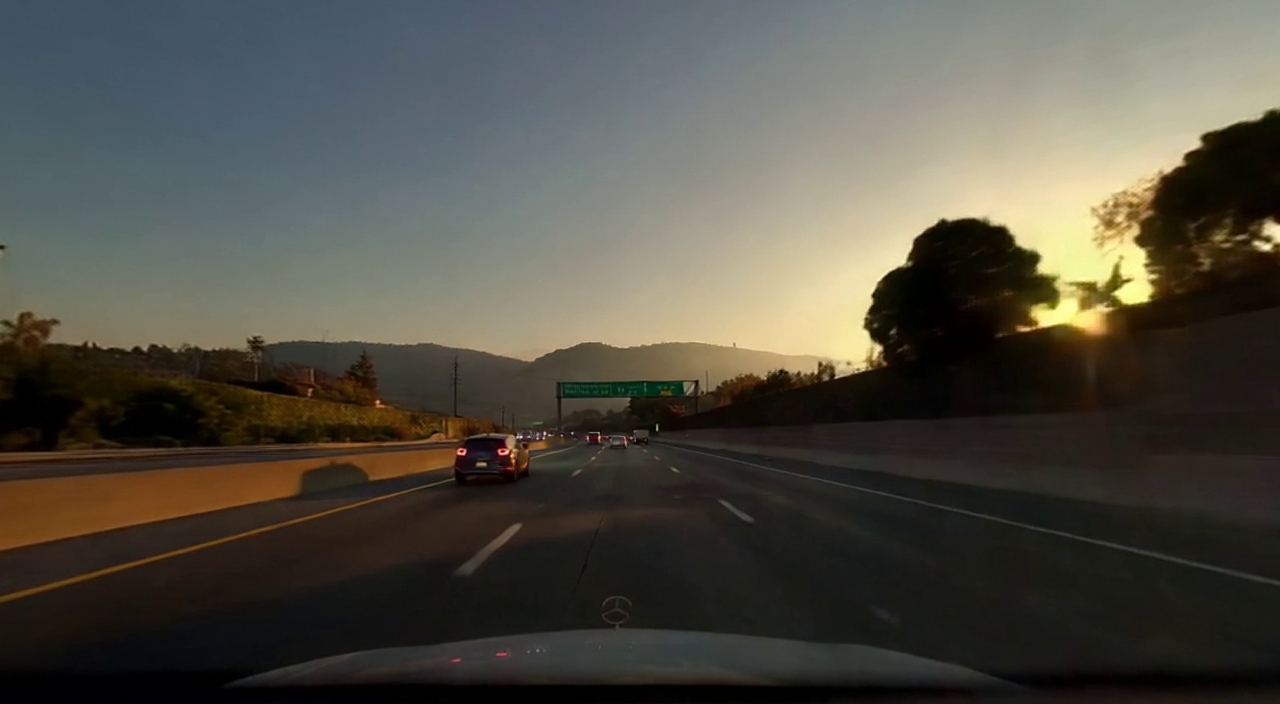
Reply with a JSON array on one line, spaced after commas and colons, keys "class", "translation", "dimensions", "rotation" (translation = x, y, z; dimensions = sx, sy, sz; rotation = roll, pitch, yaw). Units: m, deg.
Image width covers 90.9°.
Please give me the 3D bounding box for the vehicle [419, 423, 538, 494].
[{"class": "vehicle", "translation": [-4.020, 2.710, 16.480], "dimensions": [2.062, 1.591, 4.156], "rotation": [0, -8, -1]}]
